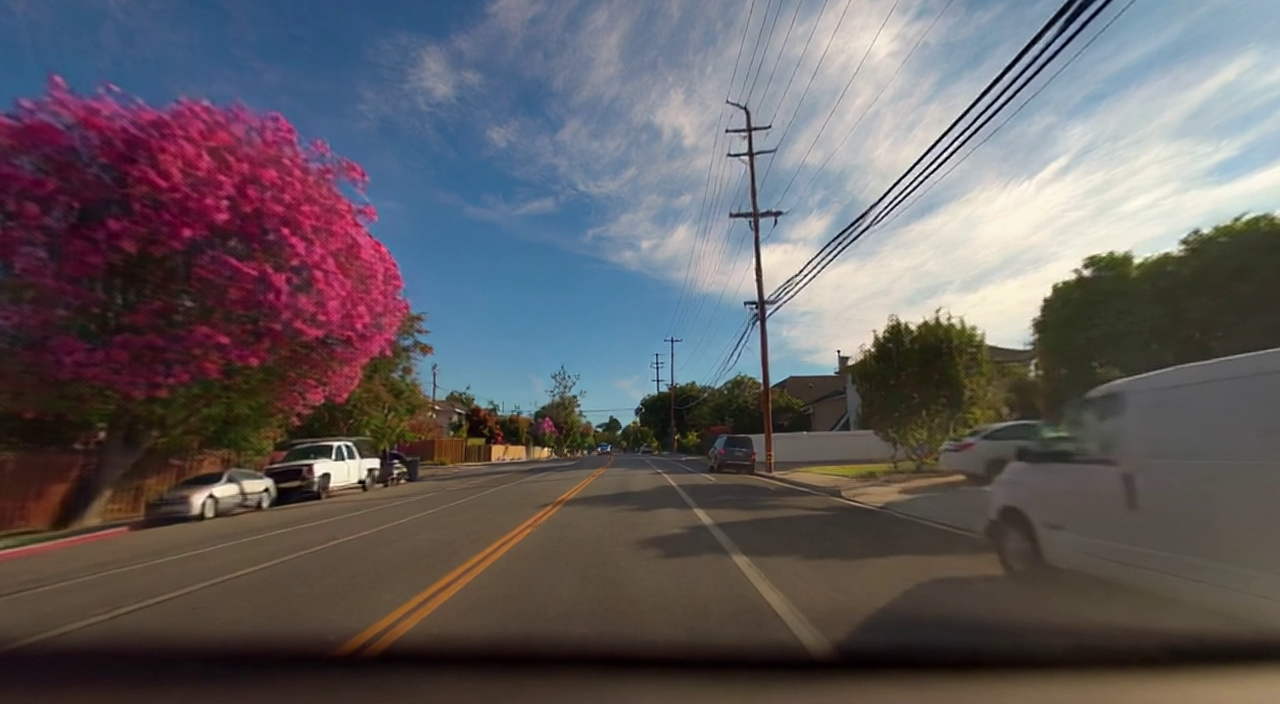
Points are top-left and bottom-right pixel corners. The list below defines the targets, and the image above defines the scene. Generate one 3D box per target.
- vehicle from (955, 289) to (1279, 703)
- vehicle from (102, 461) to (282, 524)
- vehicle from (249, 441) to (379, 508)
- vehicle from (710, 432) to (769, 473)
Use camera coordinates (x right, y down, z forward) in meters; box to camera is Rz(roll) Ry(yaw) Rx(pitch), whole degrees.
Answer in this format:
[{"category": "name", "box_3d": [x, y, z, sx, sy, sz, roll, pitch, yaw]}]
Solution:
[{"category": "vehicle", "box_3d": [4.666, 0.811, 3.372, 2.578, 2.248, 7.011, -1, -9, 2]}, {"category": "vehicle", "box_3d": [-13.320, 4.163, 19.256, 2.041, 1.573, 4.575, 0, -9, 1]}, {"category": "vehicle", "box_3d": [-13.130, 4.900, 26.050, 2.331, 2.265, 5.888, -2, -7, -1]}, {"category": "vehicle", "box_3d": [5.197, 5.329, 33.763, 2.238, 1.995, 5.491, 0, -9, 0]}]
